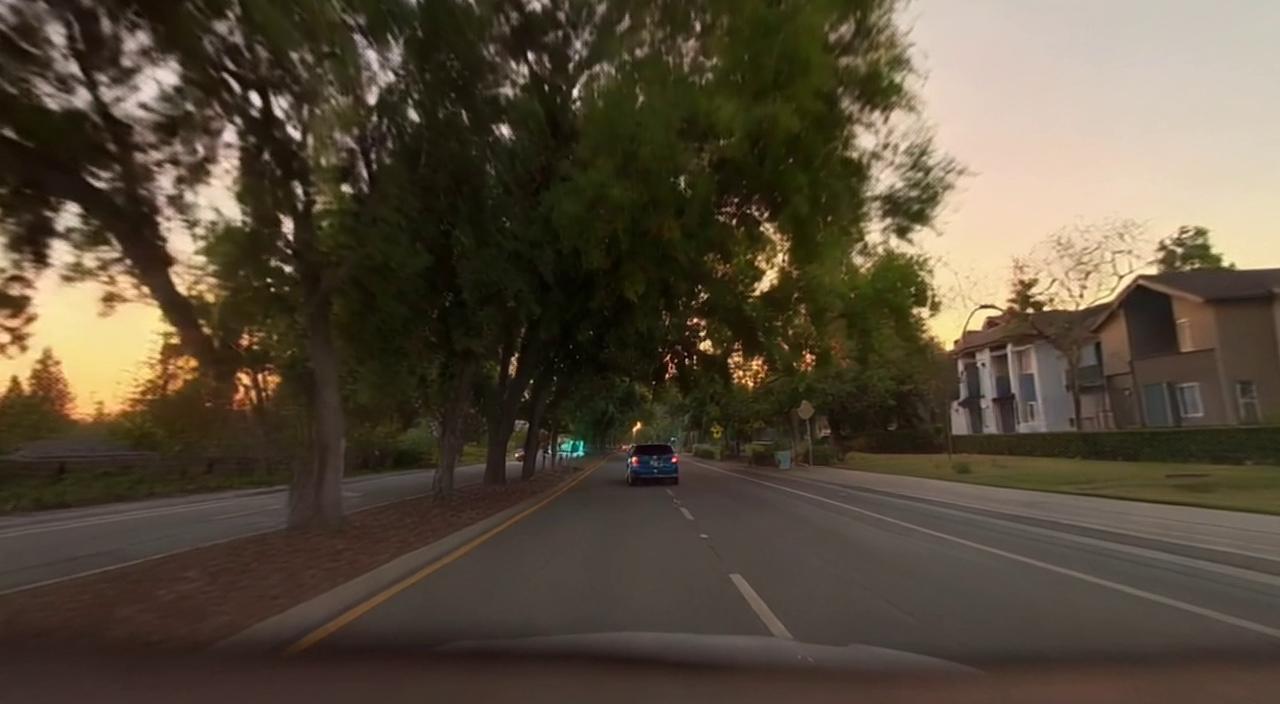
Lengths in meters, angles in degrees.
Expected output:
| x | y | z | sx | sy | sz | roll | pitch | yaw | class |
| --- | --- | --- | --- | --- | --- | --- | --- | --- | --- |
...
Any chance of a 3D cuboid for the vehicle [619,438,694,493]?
| x | y | z | sx | sy | sz | roll | pitch | yaw | class |
| --- | --- | --- | --- | --- | --- | --- | --- | --- | --- |
| 0.393 | 3.652 | 20.711 | 2.066 | 1.603 | 4.475 | 0 | -9 | -3 | vehicle |
